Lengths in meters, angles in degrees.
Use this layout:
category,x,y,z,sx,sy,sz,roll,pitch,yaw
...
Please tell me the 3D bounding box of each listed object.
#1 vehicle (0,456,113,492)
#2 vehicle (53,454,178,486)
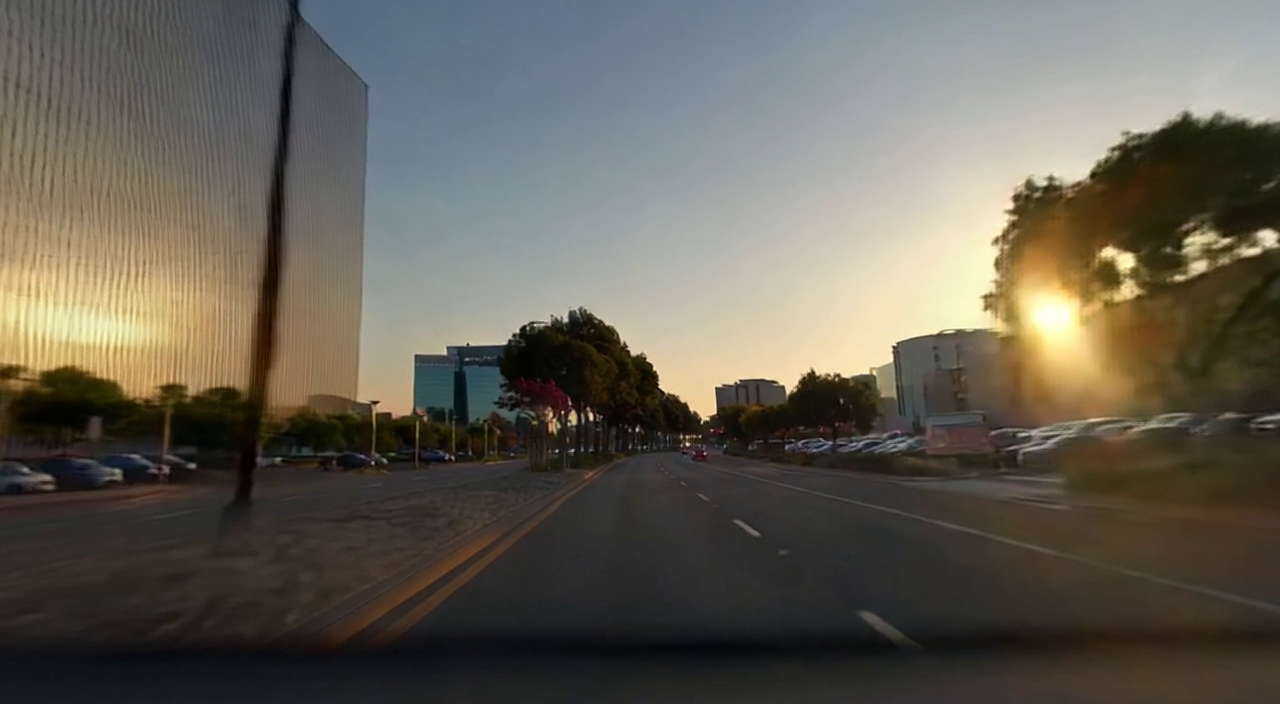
category,x,y,z,sx,sy,sz,roll,pitch,yaw
vehicle,-26.446,5.368,27.997,4.401,1.431,1.877,5,-10,-32
vehicle,-26.534,5.959,32.181,4.405,1.469,2.047,4,-9,-25
